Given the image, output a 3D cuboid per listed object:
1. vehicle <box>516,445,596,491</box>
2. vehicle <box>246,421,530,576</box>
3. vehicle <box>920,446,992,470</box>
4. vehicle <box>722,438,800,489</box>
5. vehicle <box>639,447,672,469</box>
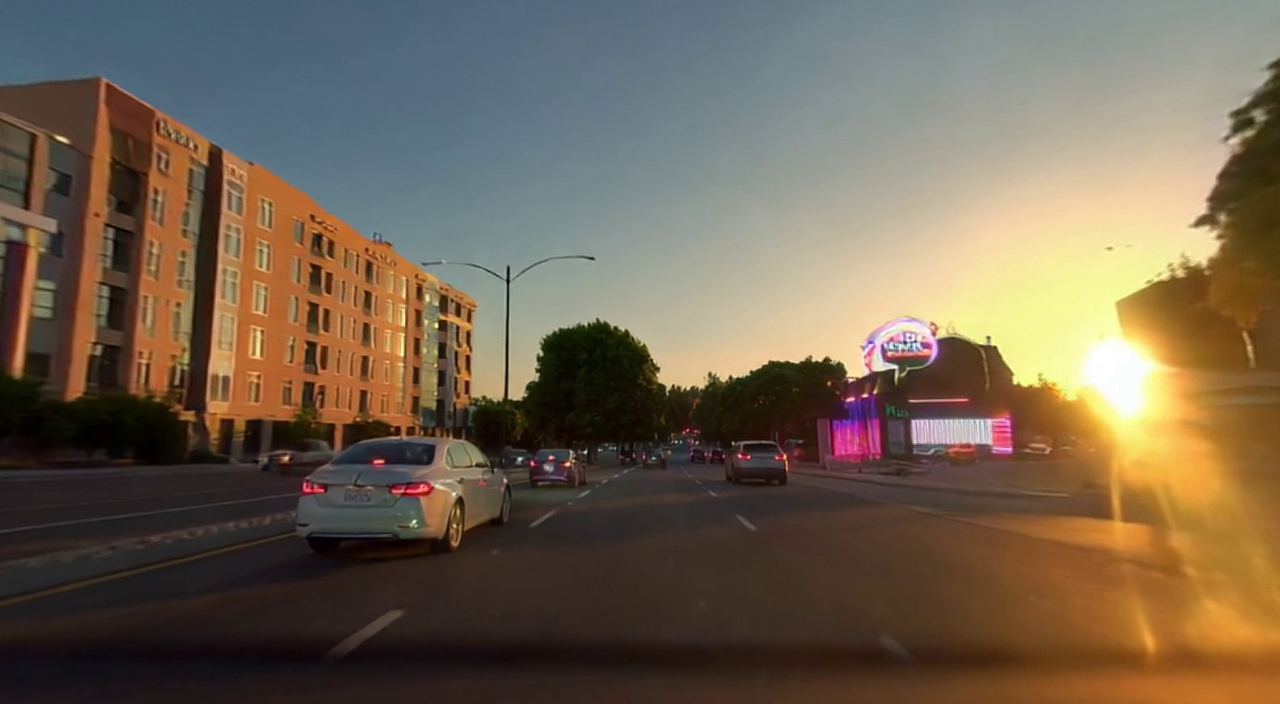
[{"bbox_3d":[-2.849,4.029,22.289,1.980,1.454,4.226,-1,-9,4],"label":"vehicle"},{"bbox_3d":[-2.972,1.844,8.739,2.118,1.568,4.436,0,-9,0],"label":"vehicle"},{"bbox_3d":[18.589,6.232,37.121,3.368,1.389,1.595,1,-9,-9],"label":"vehicle"},{"bbox_3d":[4.346,4.073,23.294,2.103,1.699,4.171,0,-9,1],"label":"vehicle"},{"bbox_3d":[1.116,7.285,43.493,2.164,1.477,3.988,0,-9,2],"label":"vehicle"}]
